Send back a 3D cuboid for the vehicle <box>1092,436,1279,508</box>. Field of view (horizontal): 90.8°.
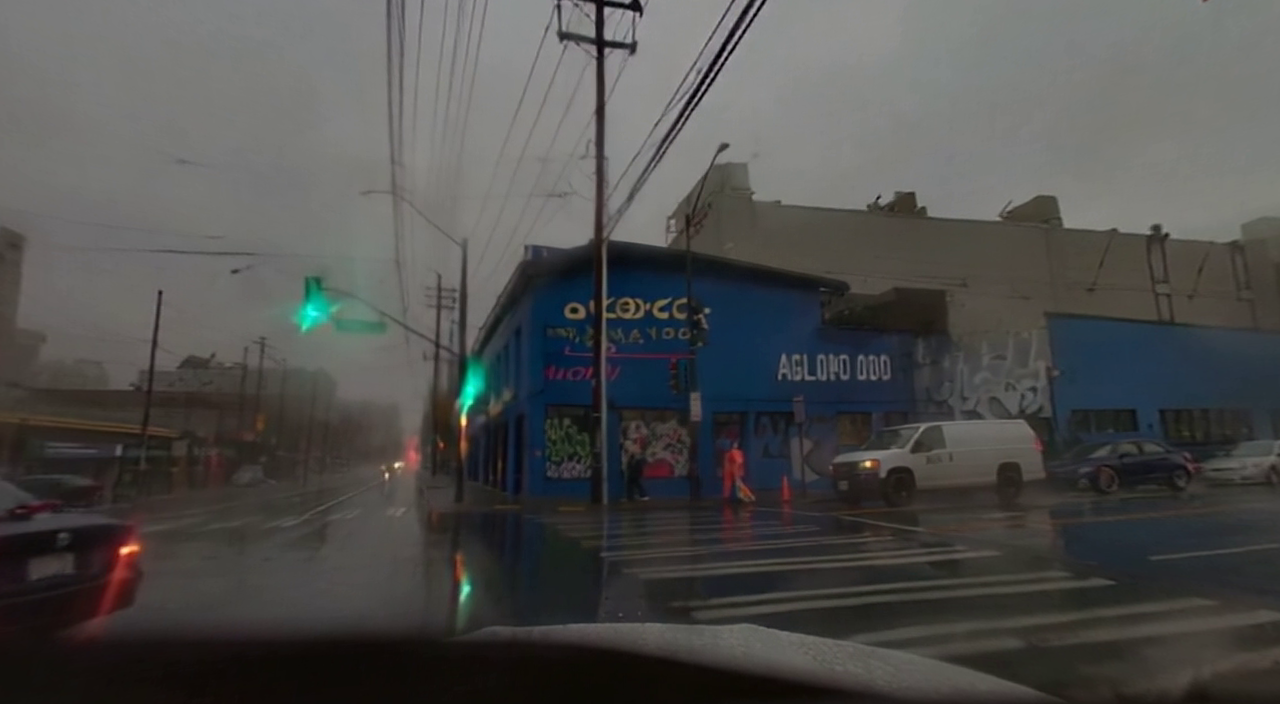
[{"bbox_3d":[13.207,2.711,14.697,4.672,1.459,1.938,3,-9,-20],"label":"vehicle"}]

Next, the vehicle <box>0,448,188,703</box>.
[{"bbox_3d":[-5.850,1.380,4.155,4.439,1.457,2.097,-2,-9,11],"label":"vehicle"}]

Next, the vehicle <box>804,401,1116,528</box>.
[{"bbox_3d":[5.940,2.039,11.908,4.970,1.972,2.372,3,-9,-21],"label":"vehicle"}]
